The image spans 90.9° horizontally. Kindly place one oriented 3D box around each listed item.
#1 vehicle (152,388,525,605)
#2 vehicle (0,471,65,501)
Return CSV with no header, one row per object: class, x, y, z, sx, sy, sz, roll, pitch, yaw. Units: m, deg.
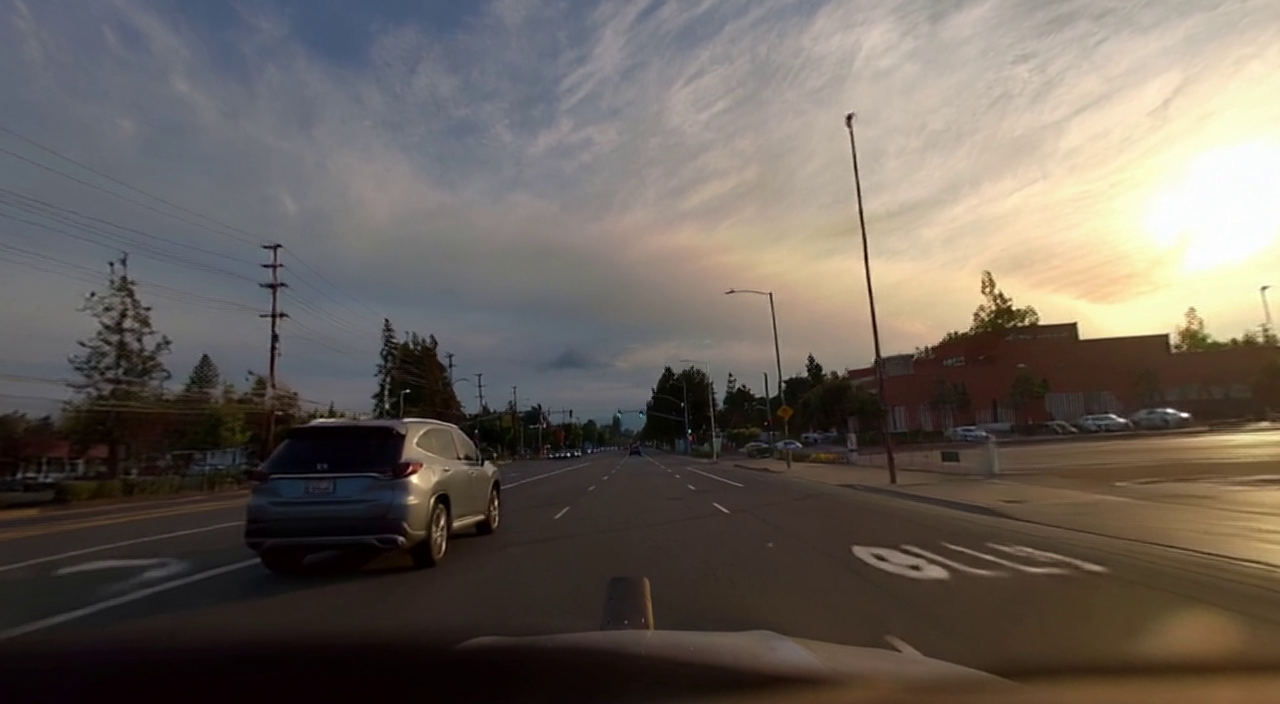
vehicle,-3.034,1.600,7.859,2.190,1.844,4.751,0,-9,1
vehicle,-44.354,9.414,44.414,5.146,1.938,2.144,2,-11,-5
